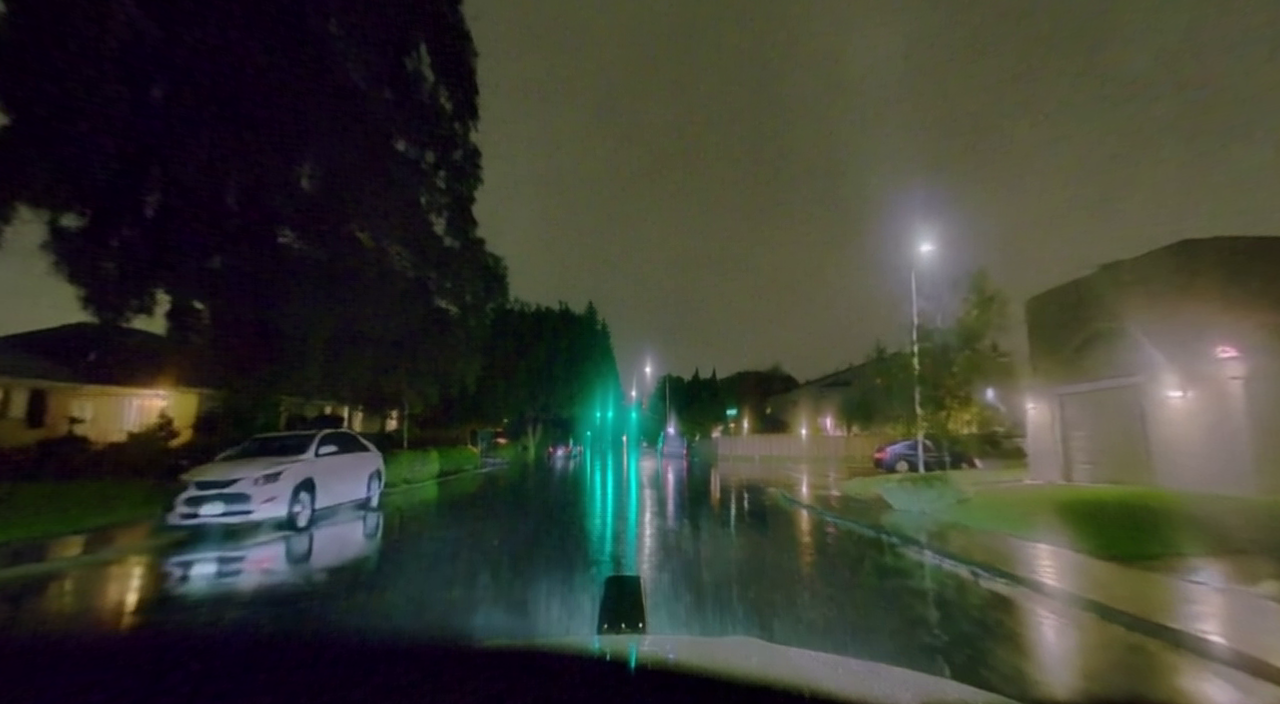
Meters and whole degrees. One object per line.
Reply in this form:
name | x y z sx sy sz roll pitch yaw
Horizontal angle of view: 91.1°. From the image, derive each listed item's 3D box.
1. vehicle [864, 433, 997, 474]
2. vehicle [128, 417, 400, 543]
vehicle | 12.405 4.317 26.987 4.708 1.527 2.113 0 -8 -10
vehicle | -6.048 2.084 10.883 1.998 1.742 4.210 0 -8 1
